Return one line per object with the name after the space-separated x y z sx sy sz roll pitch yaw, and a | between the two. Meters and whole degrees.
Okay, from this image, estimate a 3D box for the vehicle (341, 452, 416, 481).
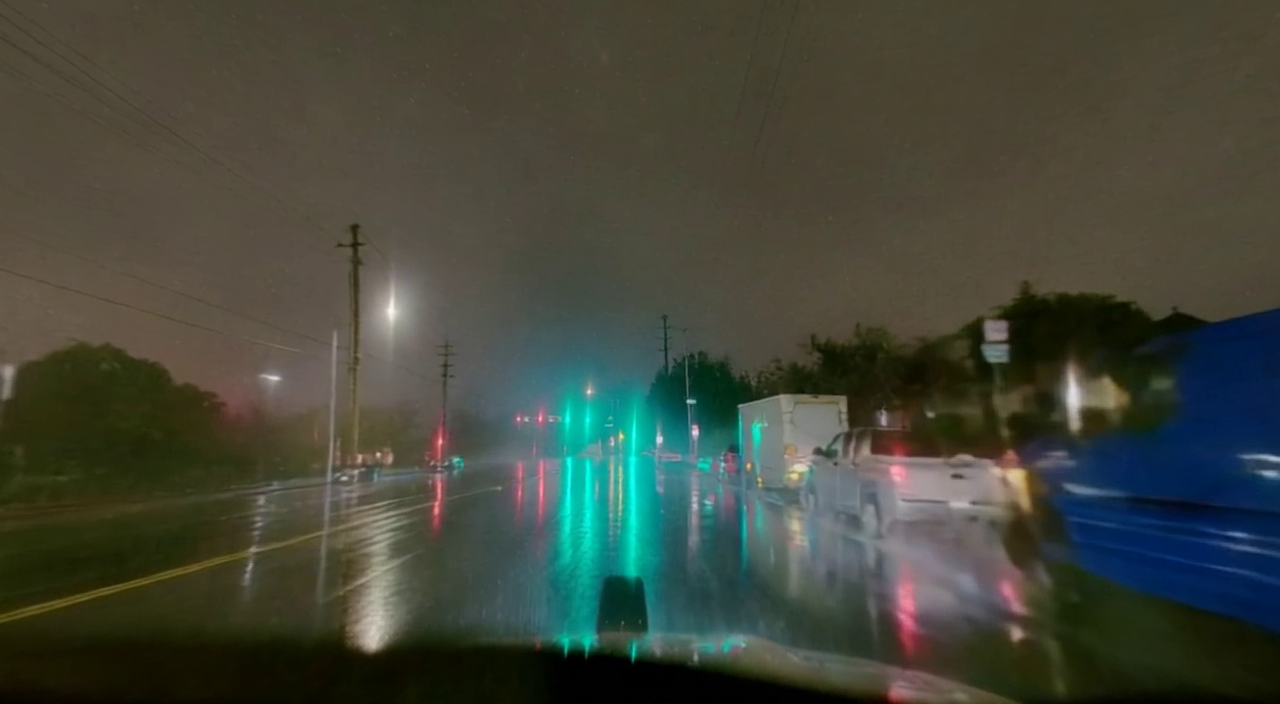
-14.740 6.451 35.726 1.990 1.487 4.767 -1 -9 4 | vehicle

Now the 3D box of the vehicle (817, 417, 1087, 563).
4.129 1.871 9.247 1.970 1.640 4.087 0 -9 2 | vehicle

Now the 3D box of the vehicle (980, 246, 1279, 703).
3.987 0.553 2.302 2.293 2.171 5.871 0 -9 2 | vehicle

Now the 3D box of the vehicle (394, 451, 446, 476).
-14.683 7.436 42.143 1.934 1.480 4.510 0 -9 -1 | vehicle

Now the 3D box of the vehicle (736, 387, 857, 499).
4.514 2.801 19.283 2.229 2.912 5.697 0 -9 0 | vehicle
